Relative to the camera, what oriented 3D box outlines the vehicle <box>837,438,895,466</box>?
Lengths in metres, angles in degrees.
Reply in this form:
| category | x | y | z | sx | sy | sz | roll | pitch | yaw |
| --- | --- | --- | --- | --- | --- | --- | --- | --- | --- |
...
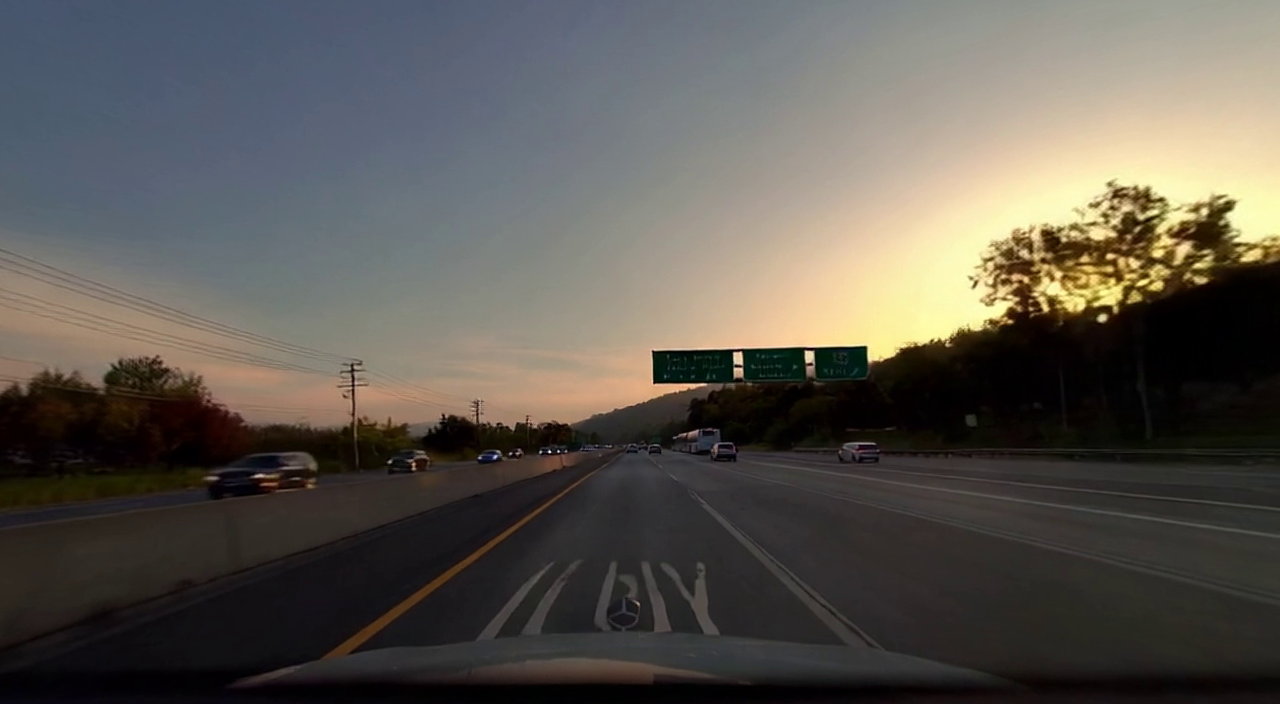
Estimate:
| category | x | y | z | sx | sy | sz | roll | pitch | yaw |
| --- | --- | --- | --- | --- | --- | --- | --- | --- | --- |
| vehicle | 14.631 | 6.502 | 40.979 | 2.079 | 1.688 | 4.544 | 0 | -9 | 0 |

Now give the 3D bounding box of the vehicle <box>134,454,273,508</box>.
| category | x | y | z | sx | sy | sz | roll | pitch | yaw |
| --- | --- | --- | --- | --- | --- | --- | --- | --- | --- |
| vehicle | -16.429 | 4.834 | 24.066 | 1.971 | 1.761 | 4.682 | 0 | -9 | -1 |
